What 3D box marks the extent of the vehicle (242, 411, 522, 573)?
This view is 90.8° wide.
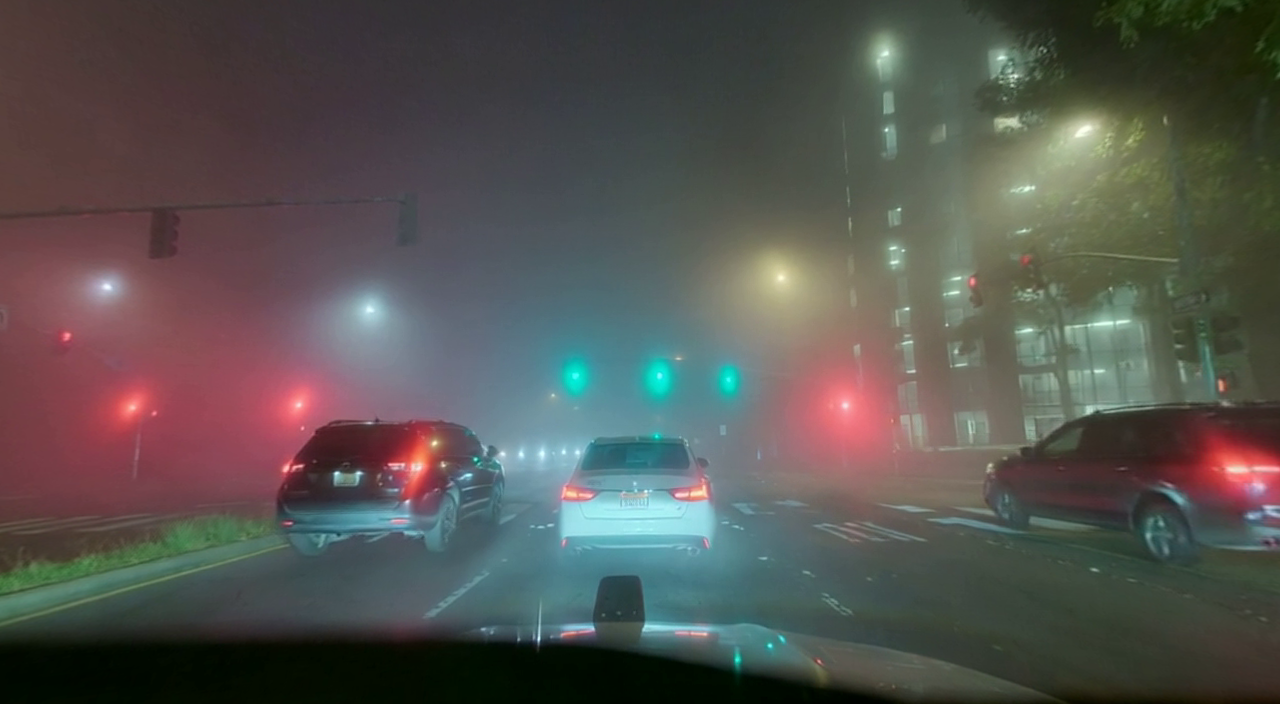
[{"bbox_3d":[-3.184,1.825,9.036,2.081,1.719,4.434,0,-8,0],"label":"vehicle"}]

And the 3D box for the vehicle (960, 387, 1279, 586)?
[{"bbox_3d":[6.750,1.631,8.537,2.079,1.828,5.323,0,-8,0],"label":"vehicle"}]

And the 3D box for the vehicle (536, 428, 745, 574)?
[{"bbox_3d":[0.019,1.855,8.628,2.190,1.522,3.850,0,-8,0],"label":"vehicle"}]
